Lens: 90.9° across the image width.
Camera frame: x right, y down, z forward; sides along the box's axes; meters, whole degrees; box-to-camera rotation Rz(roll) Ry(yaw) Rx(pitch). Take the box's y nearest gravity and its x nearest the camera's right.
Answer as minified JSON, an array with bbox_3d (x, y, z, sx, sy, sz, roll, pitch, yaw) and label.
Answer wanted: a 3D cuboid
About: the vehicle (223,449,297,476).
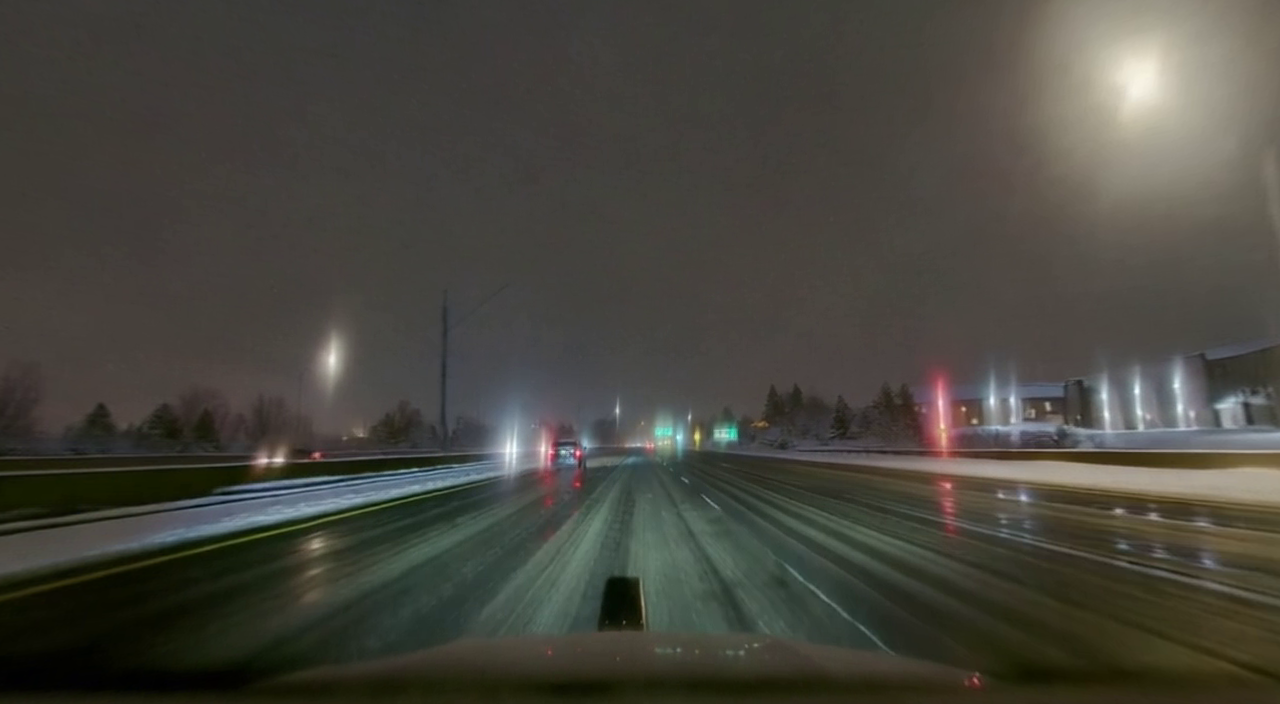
[{"bbox_3d":[-25.390,7.375,42.401,1.953,1.706,4.797,0,-8,0],"label":"vehicle"}]

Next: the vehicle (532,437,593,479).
[{"bbox_3d":[-3.354,4.661,28.027,2.072,1.706,4.359,0,-8,1],"label":"vehicle"}]
